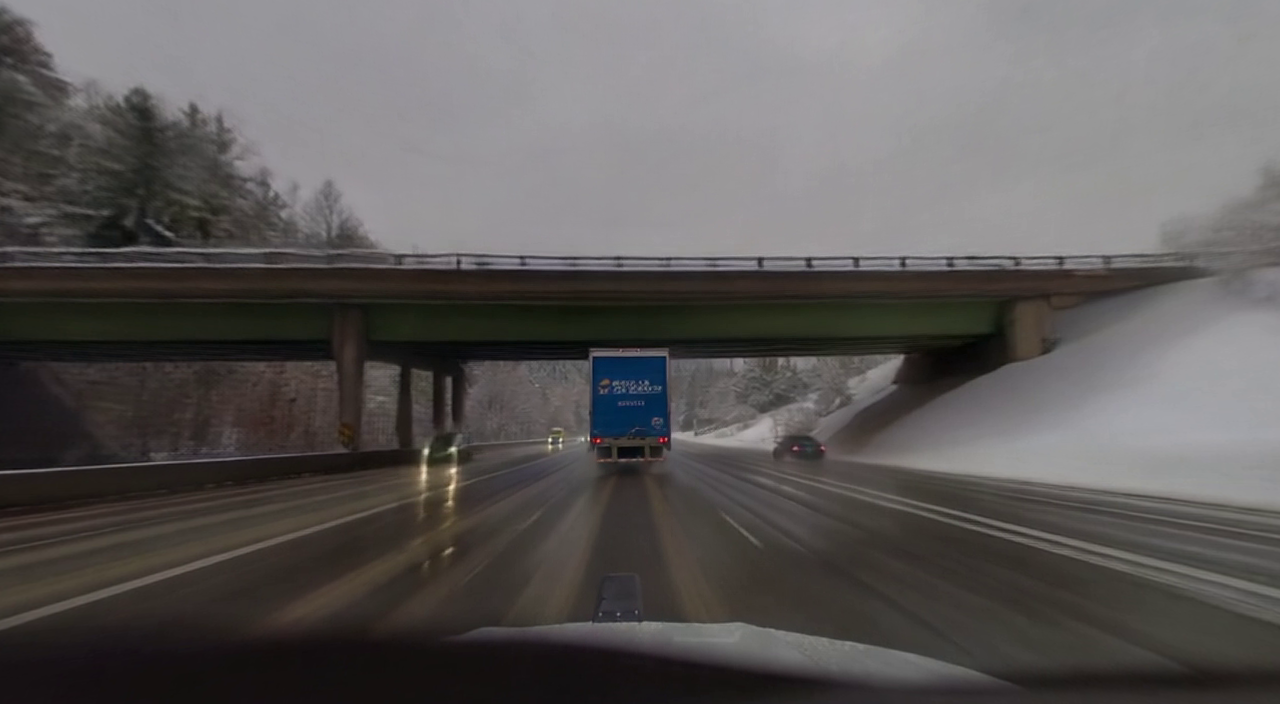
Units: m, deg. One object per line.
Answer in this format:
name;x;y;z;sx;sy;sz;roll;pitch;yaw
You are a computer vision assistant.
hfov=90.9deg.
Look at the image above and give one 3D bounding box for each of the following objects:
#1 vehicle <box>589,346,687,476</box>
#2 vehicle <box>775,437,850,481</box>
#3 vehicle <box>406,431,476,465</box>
vehicle;-0.323;2.400;23.873;2.895;3.861;10.213;0;-8;-3
vehicle;7.487;4.633;27.743;2.050;1.637;4.397;3;-7;0
vehicle;-8.998;4.353;28.841;1.955;1.453;3.855;0;-8;0
